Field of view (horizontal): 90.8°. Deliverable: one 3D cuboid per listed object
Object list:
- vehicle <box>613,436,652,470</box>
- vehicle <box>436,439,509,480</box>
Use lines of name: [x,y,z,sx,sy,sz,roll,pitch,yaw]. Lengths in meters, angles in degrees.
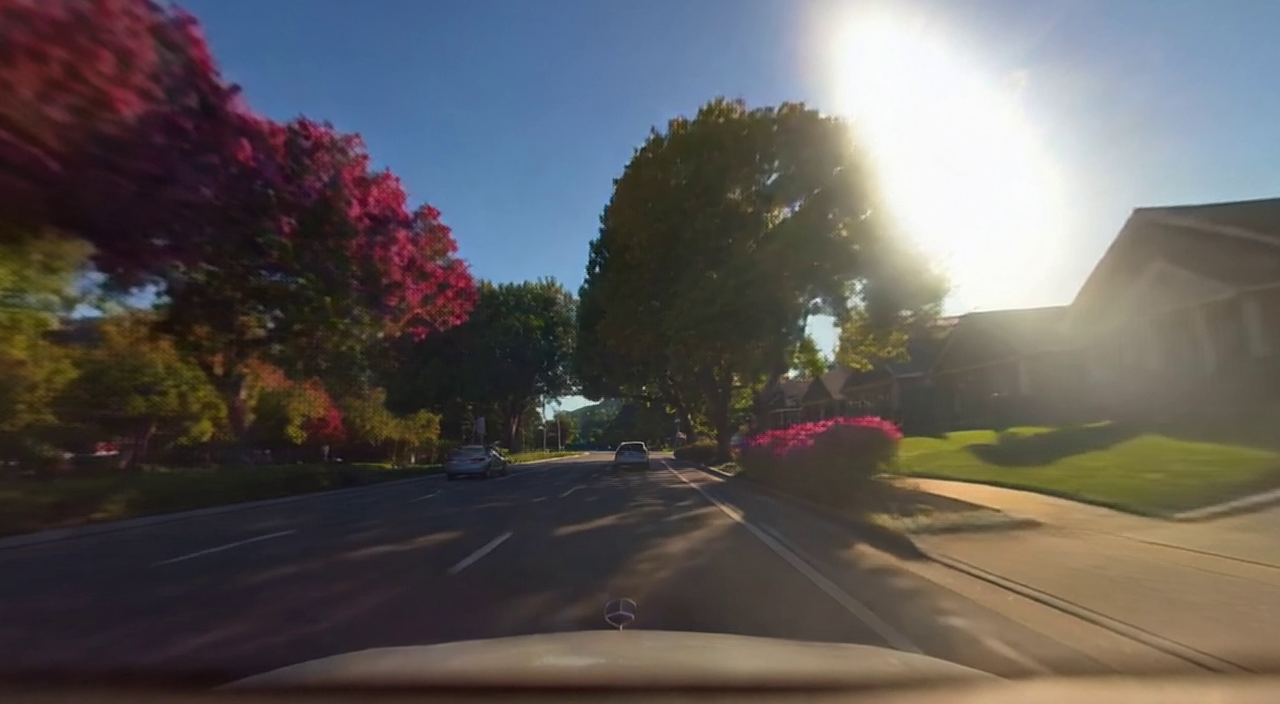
vehicle: [-0.401,5.681,35.777,2.070,1.764,4.552,0,-8,0]
vehicle: [-7.318,4.729,28.095,1.993,1.657,4.487,0,-8,1]
